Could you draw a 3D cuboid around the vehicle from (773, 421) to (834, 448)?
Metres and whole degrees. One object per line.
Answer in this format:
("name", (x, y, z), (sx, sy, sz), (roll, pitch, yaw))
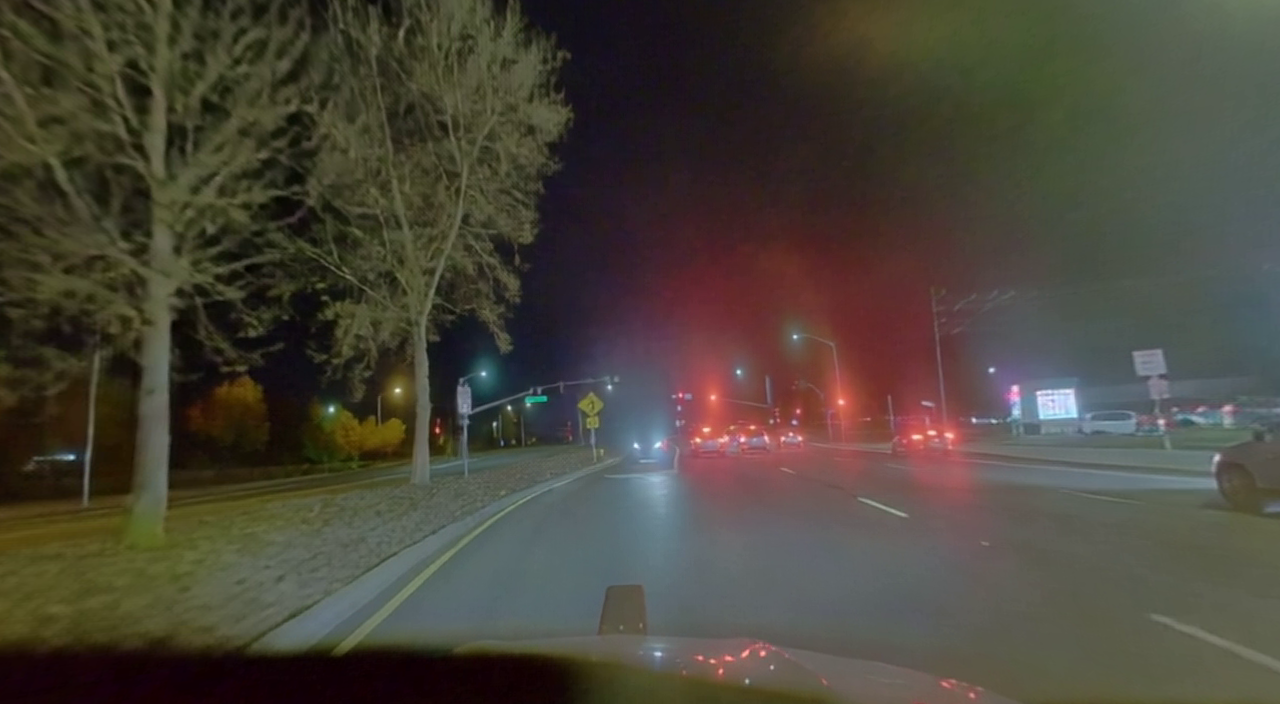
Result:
("vehicle", (10.605, 5.444, 41.221), (1.991, 1.695, 4.357), (2, -9, -14))

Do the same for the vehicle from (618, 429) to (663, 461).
("vehicle", (0.100, 4.691, 31.769), (2.032, 1.461, 4.173), (-1, -9, 3))

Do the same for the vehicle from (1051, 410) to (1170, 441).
("vehicle", (24.182, 3.861, 32.614), (1.784, 1.472, 4.532), (3, -9, -23))

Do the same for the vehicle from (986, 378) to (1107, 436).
("vehicle", (27.735, 3.829, 42.981), (7.827, 3.570, 3.121), (5, -7, -25))
